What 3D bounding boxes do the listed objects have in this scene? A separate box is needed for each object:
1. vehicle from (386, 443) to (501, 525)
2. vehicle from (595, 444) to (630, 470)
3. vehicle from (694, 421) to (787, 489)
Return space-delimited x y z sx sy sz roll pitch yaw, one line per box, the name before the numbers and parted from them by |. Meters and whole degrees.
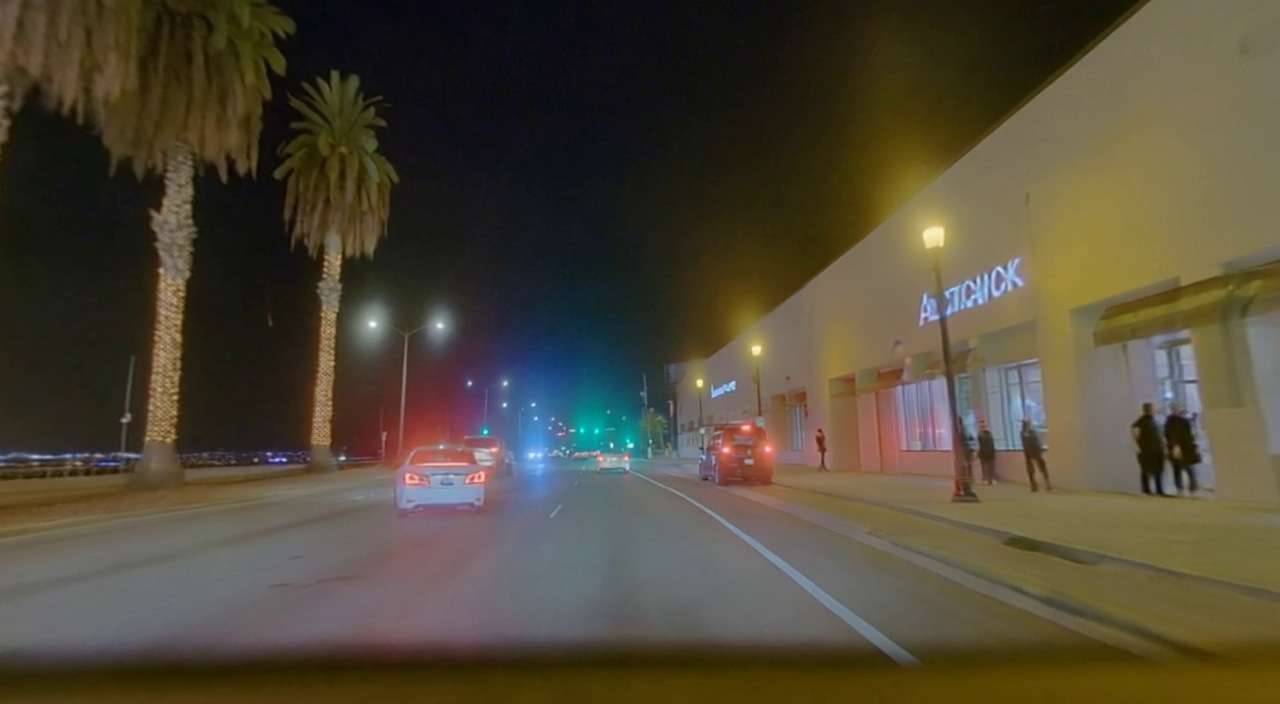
vehicle | -4.552 2.816 14.139 1.930 1.477 4.657 3 -9 -23
vehicle | -1.718 6.425 38.649 1.972 1.473 4.000 0 -9 -5
vehicle | 3.468 3.706 22.883 2.126 2.167 5.098 0 -9 -5
